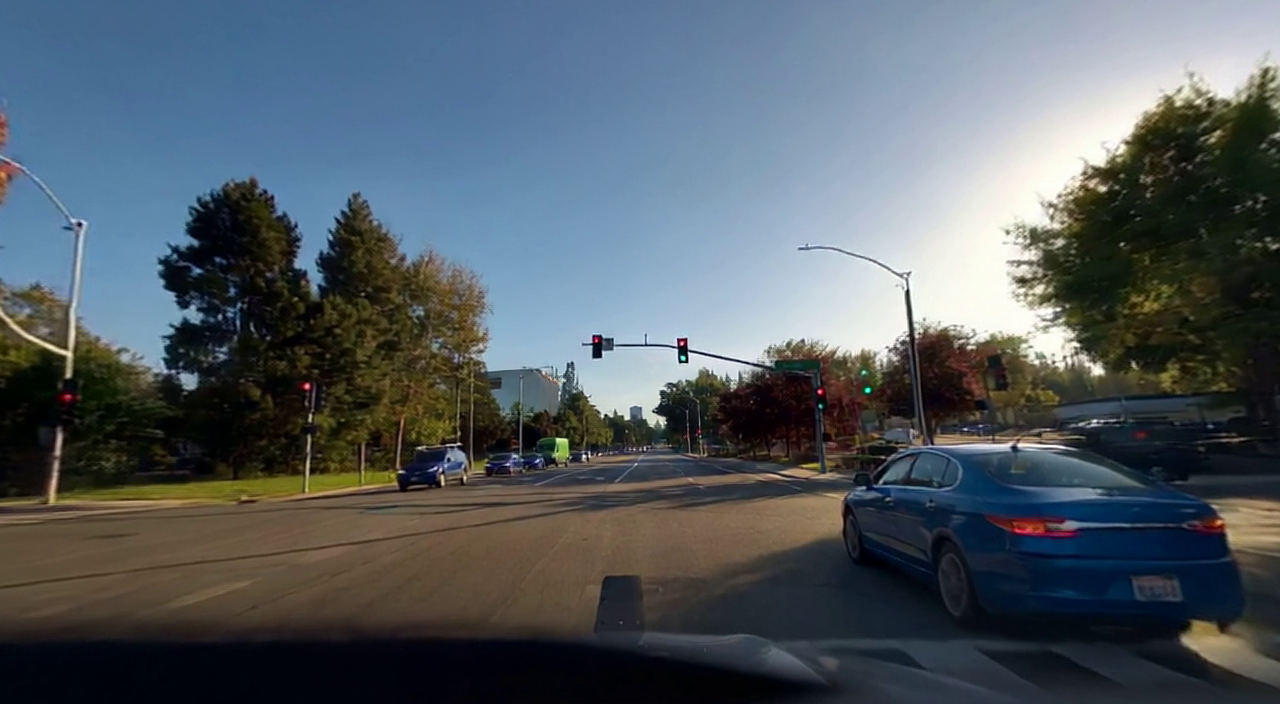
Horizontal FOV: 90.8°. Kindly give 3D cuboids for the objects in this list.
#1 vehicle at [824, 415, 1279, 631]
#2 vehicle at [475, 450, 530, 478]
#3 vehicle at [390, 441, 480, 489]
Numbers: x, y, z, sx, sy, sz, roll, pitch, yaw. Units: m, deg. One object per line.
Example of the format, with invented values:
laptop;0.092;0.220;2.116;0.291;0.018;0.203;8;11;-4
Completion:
vehicle;3.828;1.618;7.133;2.129;1.581;4.780;0;-8;1
vehicle;-8.040;6.567;37.377;1.906;1.468;4.686;-1;-8;3
vehicle;-8.550;4.742;26.924;2.130;1.874;4.691;0;-8;2
